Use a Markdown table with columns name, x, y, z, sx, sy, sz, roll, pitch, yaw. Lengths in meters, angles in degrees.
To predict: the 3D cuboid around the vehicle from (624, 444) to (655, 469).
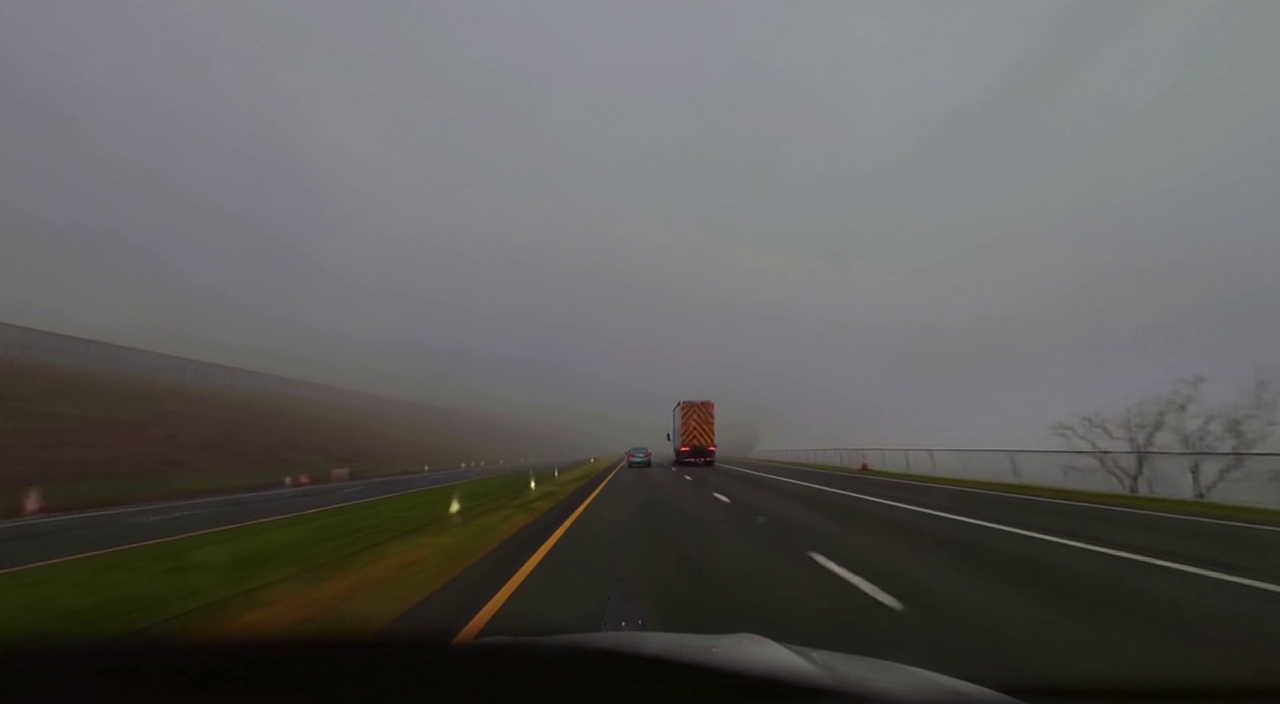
| name | x | y | z | sx | sy | sz | roll | pitch | yaw |
| --- | --- | --- | --- | --- | --- | --- | --- | --- | --- |
| vehicle | -0.049 | 7.156 | 43.318 | 2.065 | 1.573 | 3.734 | 0 | -9 | 0 |

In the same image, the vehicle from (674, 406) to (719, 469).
| name | x | y | z | sx | sy | sz | roll | pitch | yaw |
| --- | --- | --- | --- | --- | --- | --- | --- | --- | --- |
| vehicle | 4.051 | 6.306 | 46.353 | 2.704 | 4.310 | 5.716 | 0 | -9 | 0 |
